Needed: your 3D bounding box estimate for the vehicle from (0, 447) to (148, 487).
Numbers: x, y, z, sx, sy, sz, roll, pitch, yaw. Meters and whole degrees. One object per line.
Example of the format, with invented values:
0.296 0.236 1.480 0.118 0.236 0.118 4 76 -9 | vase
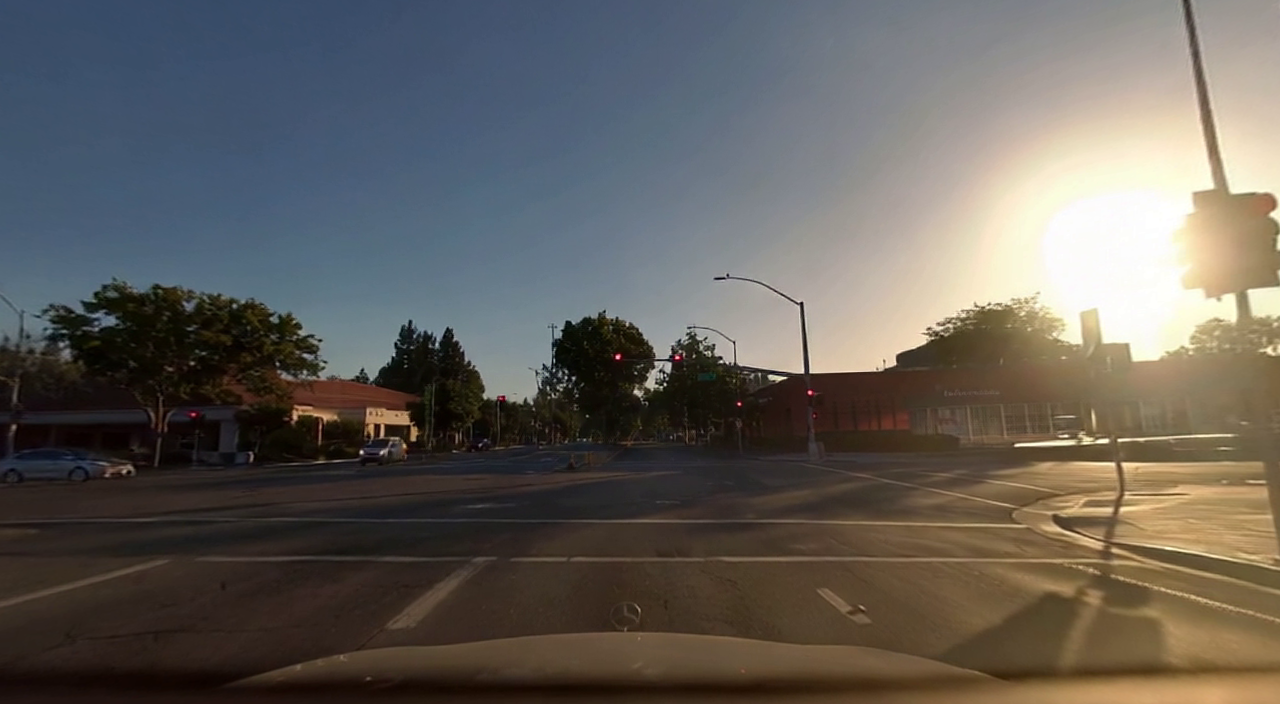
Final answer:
-22.711 4.532 25.118 4.500 1.465 1.936 0 -8 -4 | vehicle
